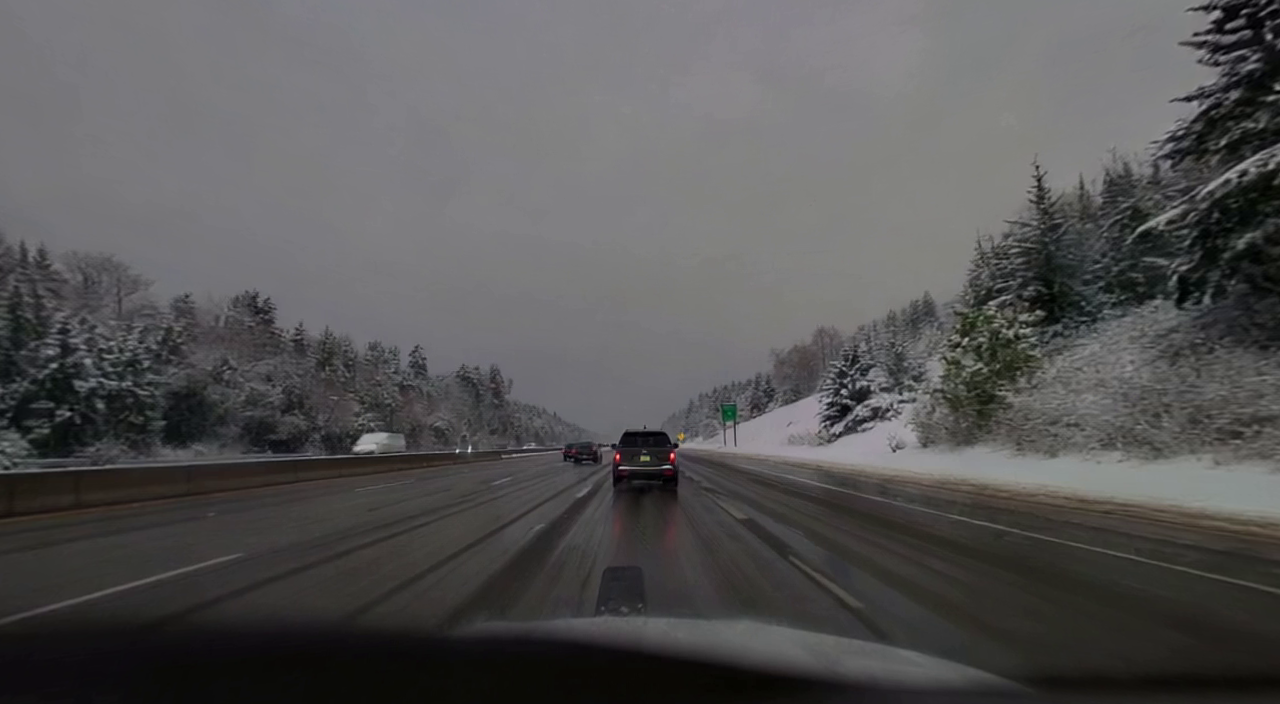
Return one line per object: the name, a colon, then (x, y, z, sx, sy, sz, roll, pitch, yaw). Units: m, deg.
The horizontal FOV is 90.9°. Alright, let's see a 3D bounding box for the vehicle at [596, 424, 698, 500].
vehicle: (0.166, 2.969, 17.356, 2.447, 1.804, 4.273, 0, -9, 0)
